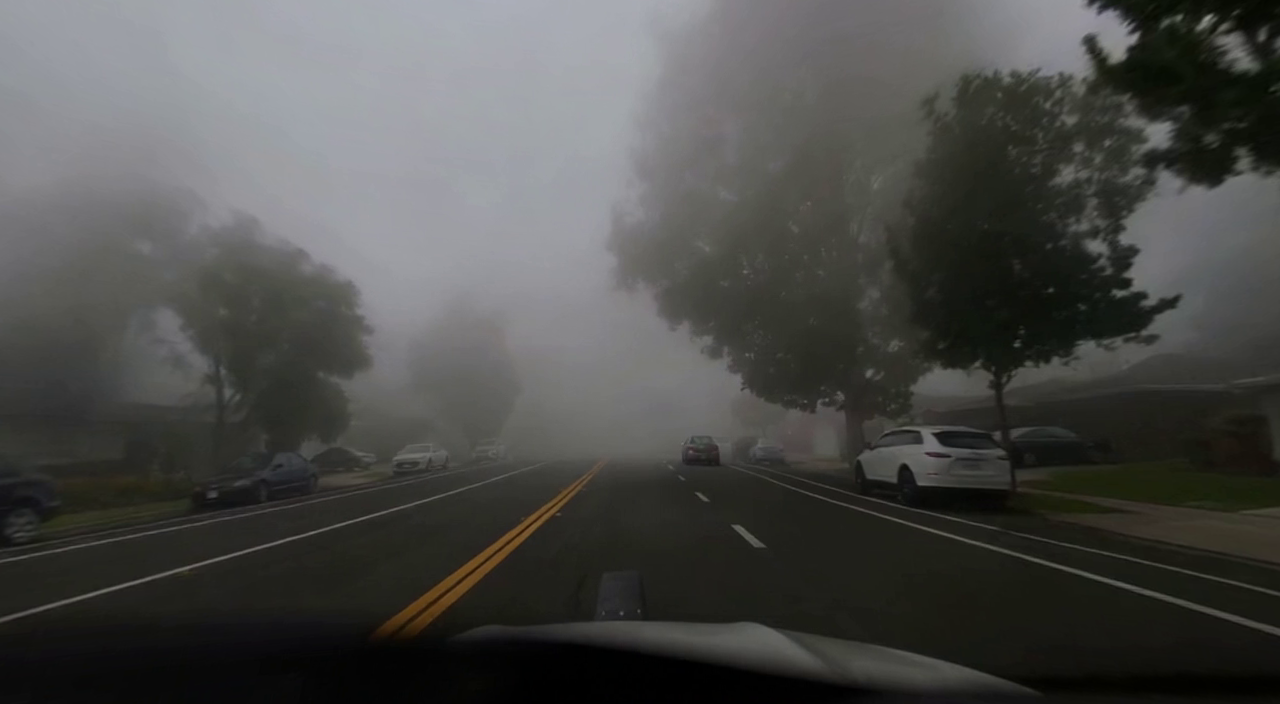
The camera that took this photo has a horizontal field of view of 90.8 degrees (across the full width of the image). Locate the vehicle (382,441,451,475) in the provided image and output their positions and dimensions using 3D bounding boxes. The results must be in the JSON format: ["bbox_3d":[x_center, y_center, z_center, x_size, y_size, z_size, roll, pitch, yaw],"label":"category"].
[{"bbox_3d":[-11.516,5.475,32.955,1.953,1.649,4.648,0,-8,-1],"label":"vehicle"}]

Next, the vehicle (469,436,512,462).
[{"bbox_3d":[-11.471,7.467,48.851,2.181,1.920,4.570,0,-8,0],"label":"vehicle"}]

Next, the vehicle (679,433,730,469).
[{"bbox_3d":[3.130,4.892,31.395,1.951,1.620,4.582,0,-8,-1],"label":"vehicle"}]

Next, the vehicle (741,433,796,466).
[{"bbox_3d":[7.585,5.814,37.789,2.071,1.793,5.072,0,-8,-1],"label":"vehicle"}]

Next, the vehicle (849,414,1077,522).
[{"bbox_3d":[7.581,2.802,15.956,2.175,2.157,6.330,0,-8,-2],"label":"vehicle"}]

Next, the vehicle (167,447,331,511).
[{"bbox_3d":[-11.298,3.659,18.752,1.916,1.612,4.700,0,-8,-1],"label":"vehicle"}]
